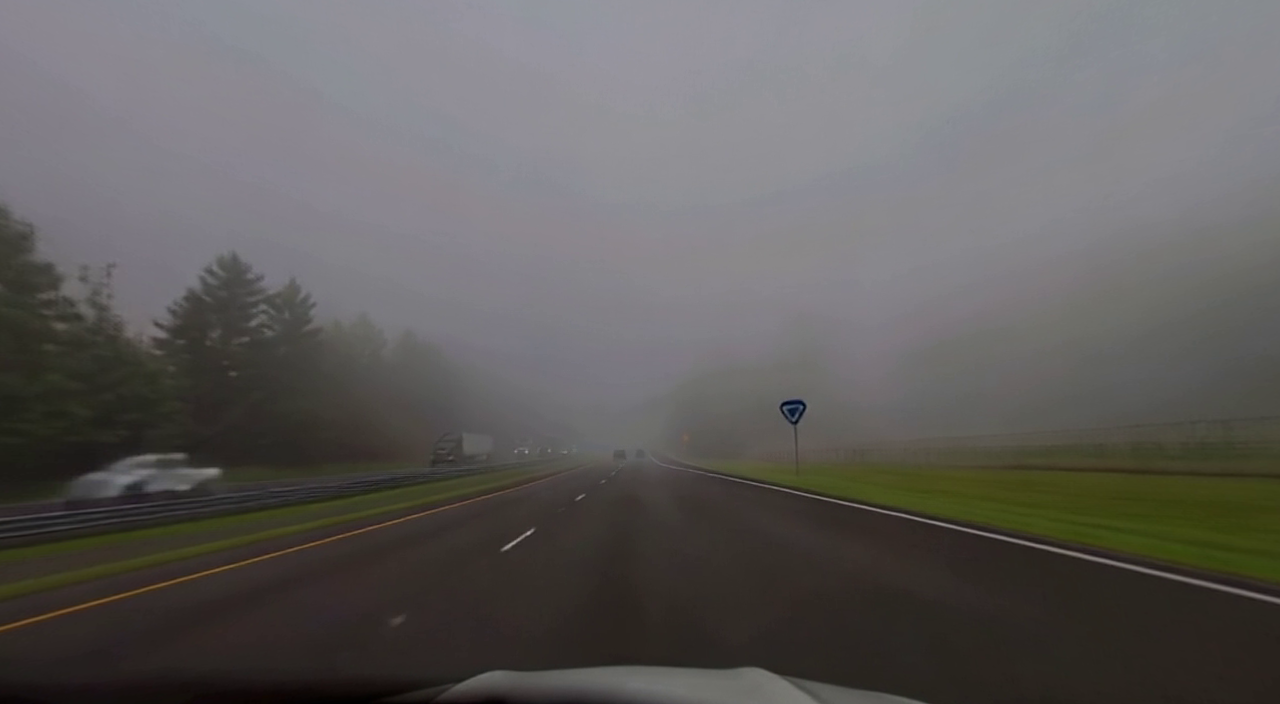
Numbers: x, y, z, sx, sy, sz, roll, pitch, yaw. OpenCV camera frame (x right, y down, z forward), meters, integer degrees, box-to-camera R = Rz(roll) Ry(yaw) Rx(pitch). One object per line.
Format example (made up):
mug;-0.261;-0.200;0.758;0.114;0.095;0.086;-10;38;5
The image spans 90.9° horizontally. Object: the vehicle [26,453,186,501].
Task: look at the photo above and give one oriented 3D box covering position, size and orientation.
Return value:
vehicle;-18.797;4.392;22.508;1.861;1.480;4.413;0;-9;0
